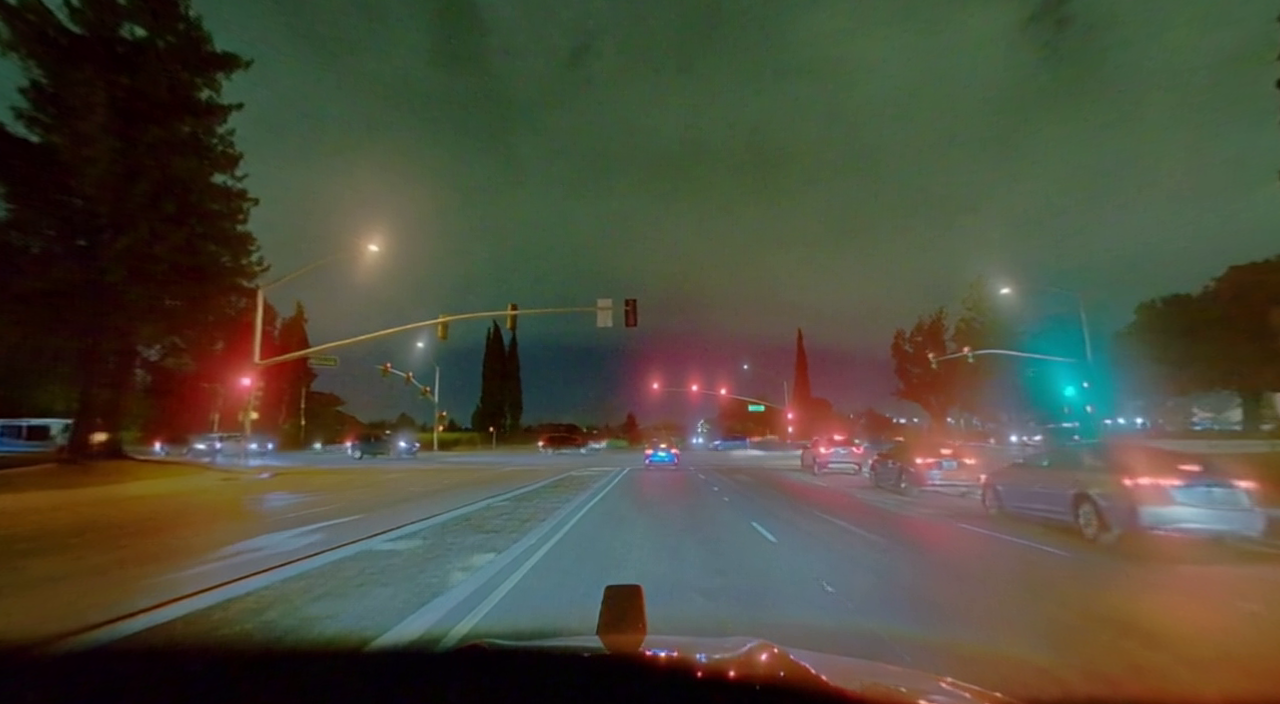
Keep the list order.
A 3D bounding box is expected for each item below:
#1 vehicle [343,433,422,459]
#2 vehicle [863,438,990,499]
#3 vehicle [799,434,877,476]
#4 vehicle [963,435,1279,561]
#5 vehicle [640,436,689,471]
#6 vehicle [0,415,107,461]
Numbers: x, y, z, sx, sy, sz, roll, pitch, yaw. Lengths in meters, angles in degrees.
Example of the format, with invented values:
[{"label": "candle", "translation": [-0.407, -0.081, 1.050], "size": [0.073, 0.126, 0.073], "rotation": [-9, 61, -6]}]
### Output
[{"label": "vehicle", "translation": [-18.481, 6.743, 45.362], "size": [4.786, 1.803, 1.967], "rotation": [-1, -8, 5]}, {"label": "vehicle", "translation": [7.632, 3.120, 17.249], "size": [1.726, 1.467, 3.793], "rotation": [0, -8, 1]}, {"label": "vehicle", "translation": [8.033, 4.209, 26.009], "size": [1.901, 1.577, 4.348], "rotation": [0, -8, 2]}, {"label": "vehicle", "translation": [7.246, 2.097, 9.919], "size": [1.947, 1.478, 4.731], "rotation": [-1, -8, 2]}, {"label": "vehicle", "translation": [1.046, 4.581, 28.581], "size": [2.041, 1.485, 3.813], "rotation": [0, -8, 1]}, {"label": "vehicle", "translation": [-45.708, 6.381, 46.218], "size": [10.544, 3.126, 2.909], "rotation": [-1, -8, 1]}]
